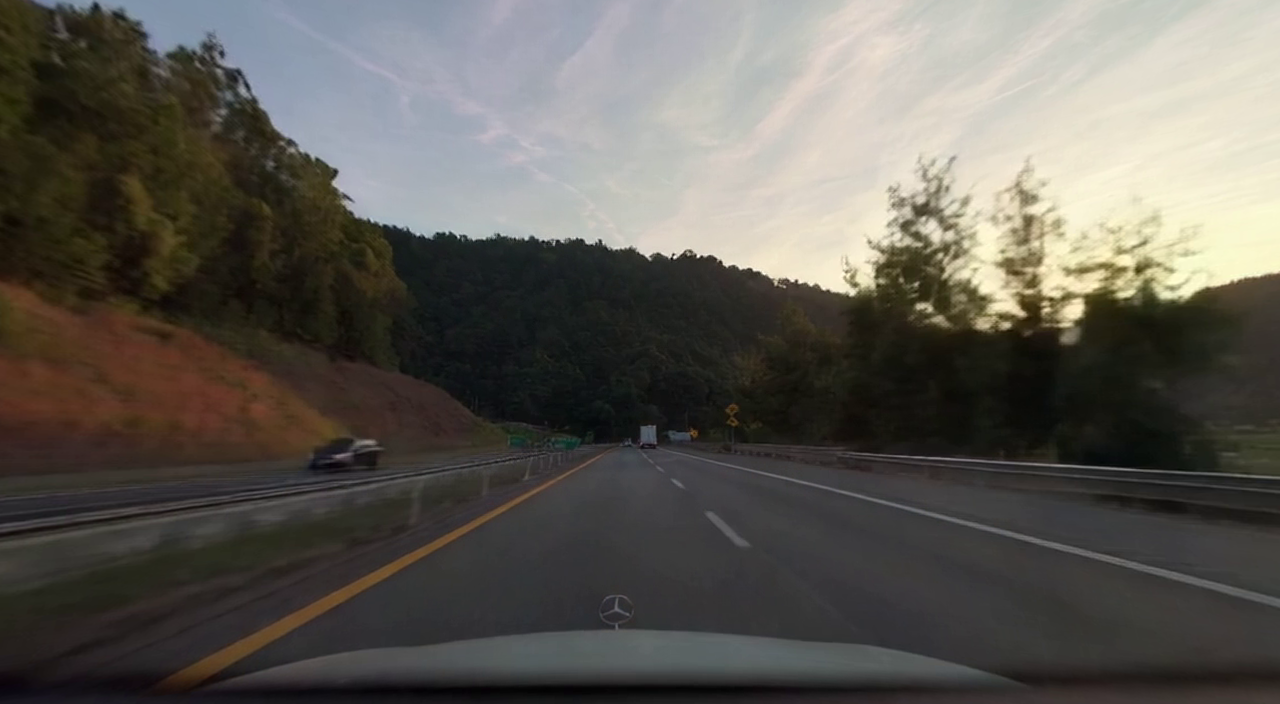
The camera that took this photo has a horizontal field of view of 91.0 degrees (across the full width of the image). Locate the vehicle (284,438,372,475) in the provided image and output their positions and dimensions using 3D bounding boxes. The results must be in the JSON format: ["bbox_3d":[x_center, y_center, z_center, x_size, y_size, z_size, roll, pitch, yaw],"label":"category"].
[{"bbox_3d":[-13.587,4.559,27.689,1.858,1.507,3.929,0,-8,-1],"label":"vehicle"}]
